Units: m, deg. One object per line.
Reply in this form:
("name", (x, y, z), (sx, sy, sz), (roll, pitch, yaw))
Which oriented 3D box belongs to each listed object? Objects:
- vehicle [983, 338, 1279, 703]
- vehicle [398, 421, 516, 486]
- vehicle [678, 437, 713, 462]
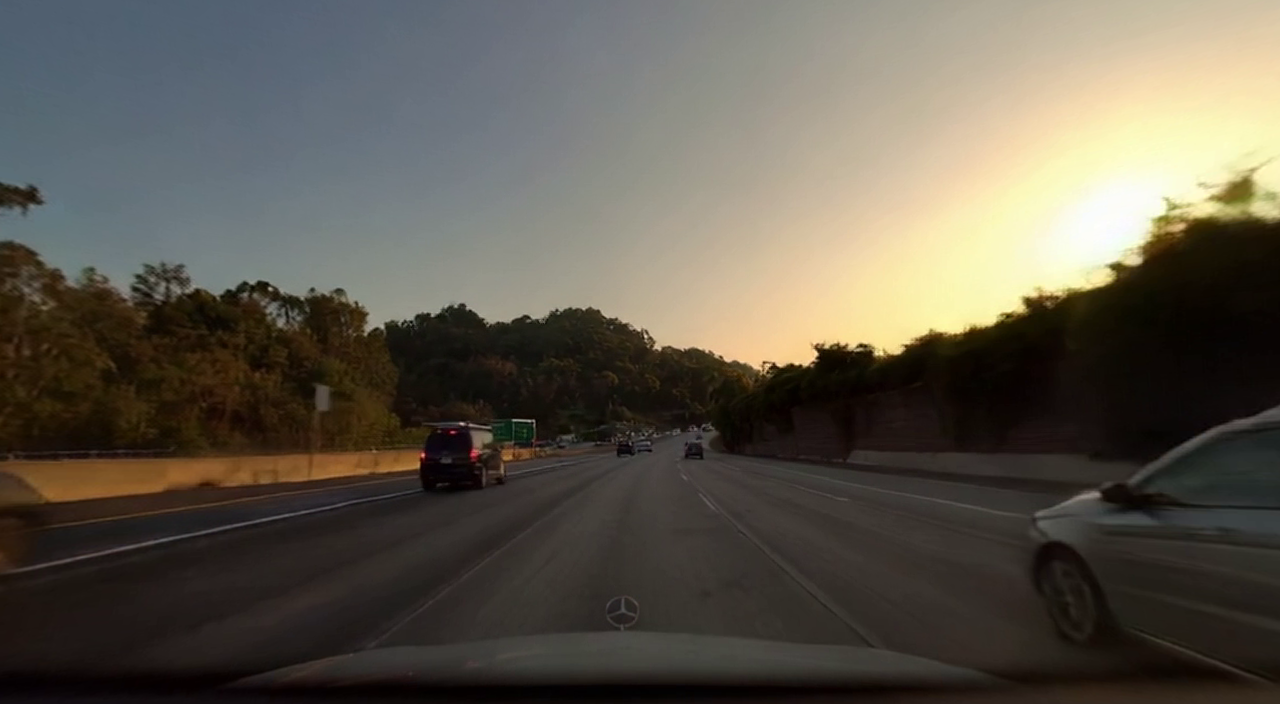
("vehicle", (3.515, 0.795, 2.257), (2.075, 1.743, 4.410), (0, -8, 0))
("vehicle", (-6.433, 3.688, 23.179), (2.383, 2.048, 5.875), (-1, -8, 2))
("vehicle", (4.137, 7.400, 47.925), (2.211, 1.814, 4.404), (0, -8, 0))
